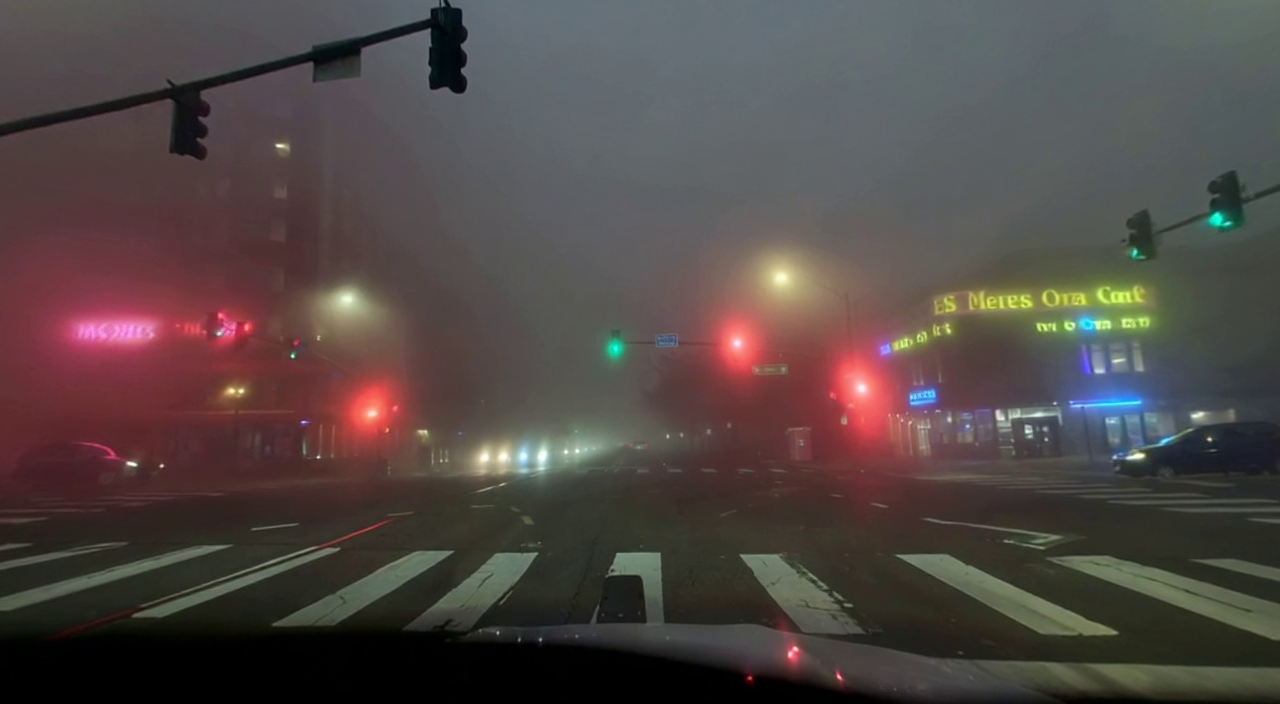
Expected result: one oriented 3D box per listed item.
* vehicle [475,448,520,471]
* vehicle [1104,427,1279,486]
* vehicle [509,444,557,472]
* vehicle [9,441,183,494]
[{"bbox_3d":[-9.851,7.467,44.067,2.106,1.505,4.228,0,-8,0],"label":"vehicle"},{"bbox_3d":[15.416,2.742,16.683,4.651,1.463,1.880,-2,-9,8],"label":"vehicle"},{"bbox_3d":[-6.798,6.787,40.664,2.181,1.703,4.512,-1,-8,2],"label":"vehicle"},{"bbox_3d":[-21.162,4.478,24.673,5.161,1.910,2.275,-2,-9,11],"label":"vehicle"}]
